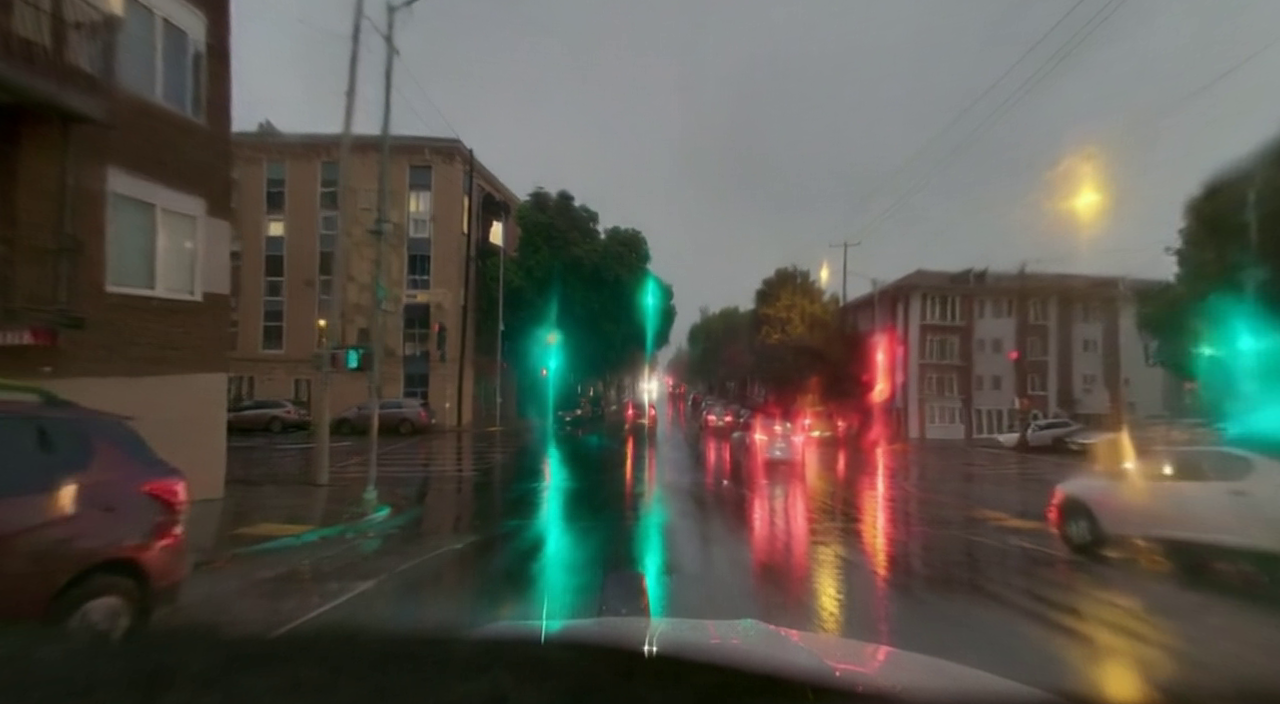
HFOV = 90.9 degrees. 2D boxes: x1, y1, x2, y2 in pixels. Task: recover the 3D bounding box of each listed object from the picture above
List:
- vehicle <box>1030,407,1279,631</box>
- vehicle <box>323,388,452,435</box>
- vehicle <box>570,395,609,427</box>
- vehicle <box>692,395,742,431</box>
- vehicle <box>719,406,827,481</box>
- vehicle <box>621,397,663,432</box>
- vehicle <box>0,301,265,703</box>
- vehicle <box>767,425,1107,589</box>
[{"bbox_3d":[6.085,1.459,5.908,1.999,1.752,4.502,0,-9,1],"label":"vehicle"},{"bbox_3d":[-10.173,2.458,25.652,4.304,1.755,2.083,0,-9,1],"label":"vehicle"},{"bbox_3d":[-2.688,3.279,34.297,1.878,1.521,3.697,0,-9,-1],"label":"vehicle"},{"bbox_3d":[3.888,3.217,32.656,2.093,1.655,4.327,0,-9,1],"label":"vehicle"},{"bbox_3d":[3.327,2.285,16.562,1.970,1.490,4.016,0,-2,0],"label":"vehicle"},{"bbox_3d":[0.126,3.048,30.273,1.923,1.460,3.923,0,-9,1],"label":"vehicle"},{"bbox_3d":[-3.577,0.639,1.767,2.016,1.885,4.723,0,-9,1],"label":"vehicle"},{"bbox_3d":[3.120,1.739,8.012,2.055,1.450,4.676,0,-9,0],"label":"vehicle"}]
